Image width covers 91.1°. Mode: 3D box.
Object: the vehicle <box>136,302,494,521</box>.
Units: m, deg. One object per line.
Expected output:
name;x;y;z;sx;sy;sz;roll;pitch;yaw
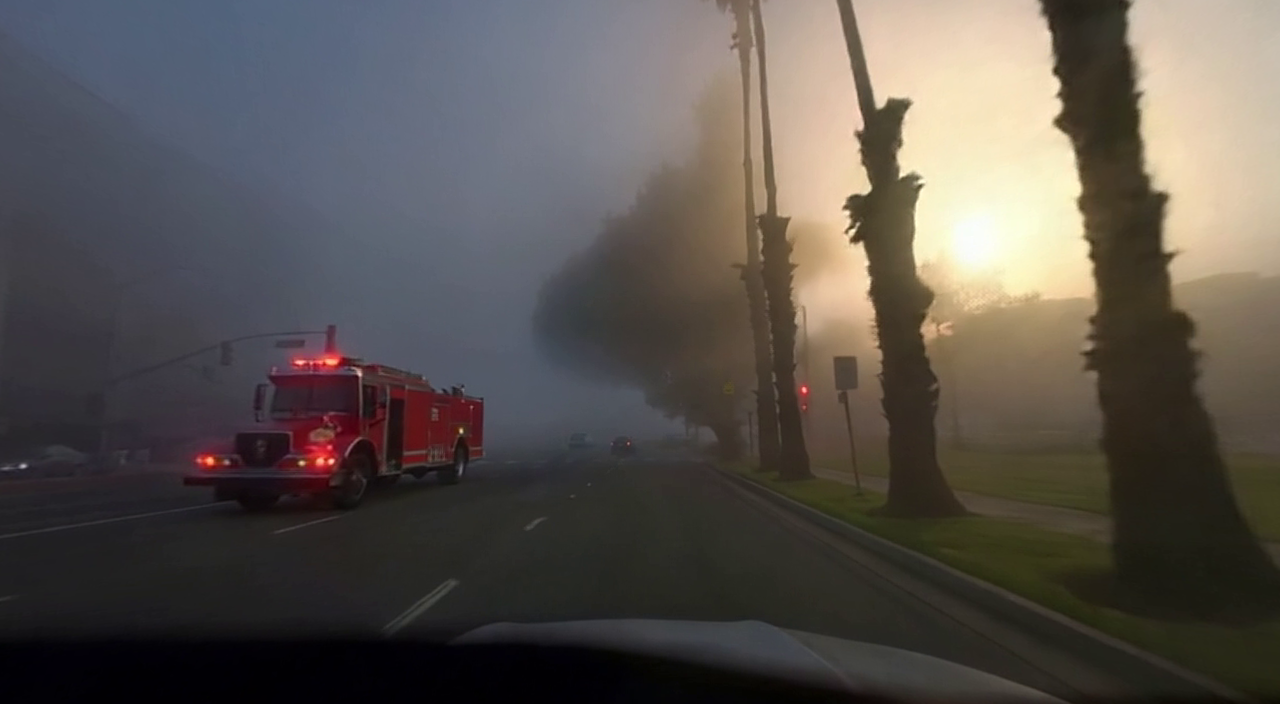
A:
vehicle;-6.845;1.826;16.558;3.008;3.730;11.786;0;-8;1
